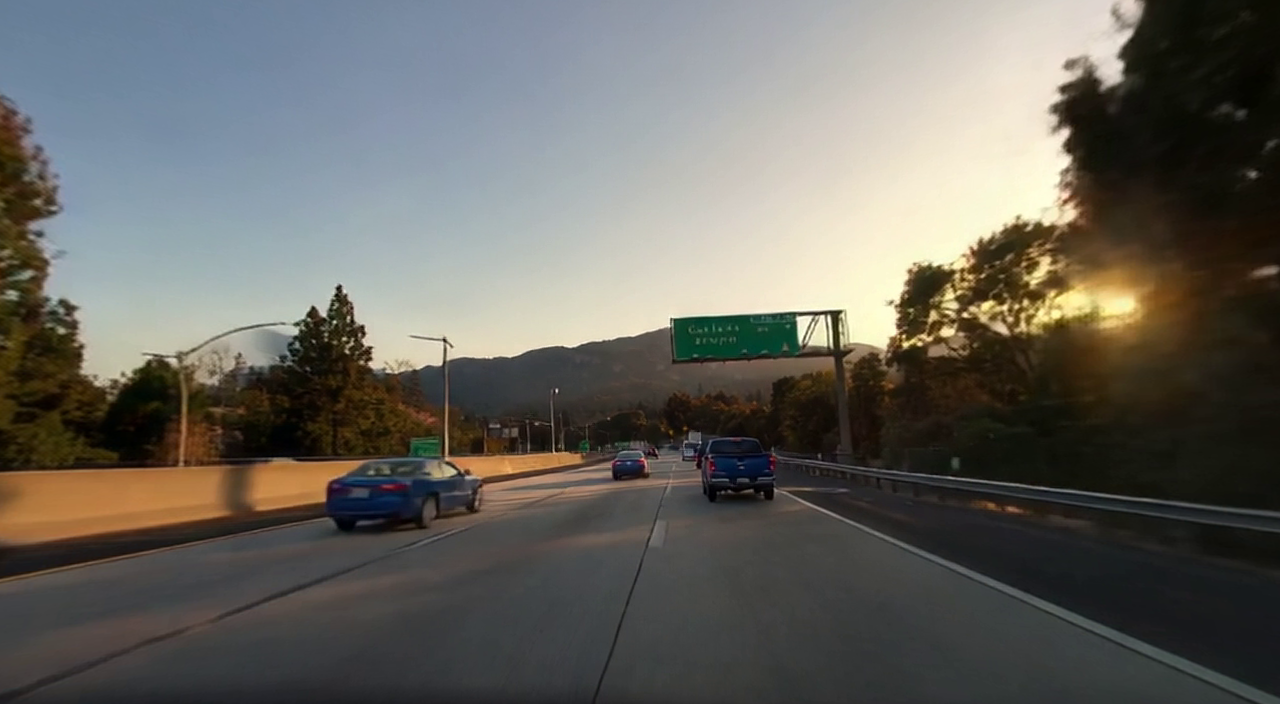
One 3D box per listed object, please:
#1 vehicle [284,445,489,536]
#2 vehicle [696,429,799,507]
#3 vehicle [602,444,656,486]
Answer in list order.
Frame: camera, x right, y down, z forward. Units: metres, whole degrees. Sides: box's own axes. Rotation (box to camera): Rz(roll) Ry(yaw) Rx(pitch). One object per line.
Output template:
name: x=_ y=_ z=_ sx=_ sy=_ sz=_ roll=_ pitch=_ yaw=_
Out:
vehicle: x=-4.974 y=2.747 z=13.300 sx=2.109 sy=1.530 sz=4.646 roll=-1 pitch=-8 yaw=4
vehicle: x=2.796 y=3.170 z=17.772 sx=2.229 sy=1.837 sz=5.387 roll=-1 pitch=-8 yaw=3
vehicle: x=-0.378 y=4.644 z=26.334 sx=1.959 sy=1.604 sz=4.065 roll=-1 pitch=-8 yaw=4
